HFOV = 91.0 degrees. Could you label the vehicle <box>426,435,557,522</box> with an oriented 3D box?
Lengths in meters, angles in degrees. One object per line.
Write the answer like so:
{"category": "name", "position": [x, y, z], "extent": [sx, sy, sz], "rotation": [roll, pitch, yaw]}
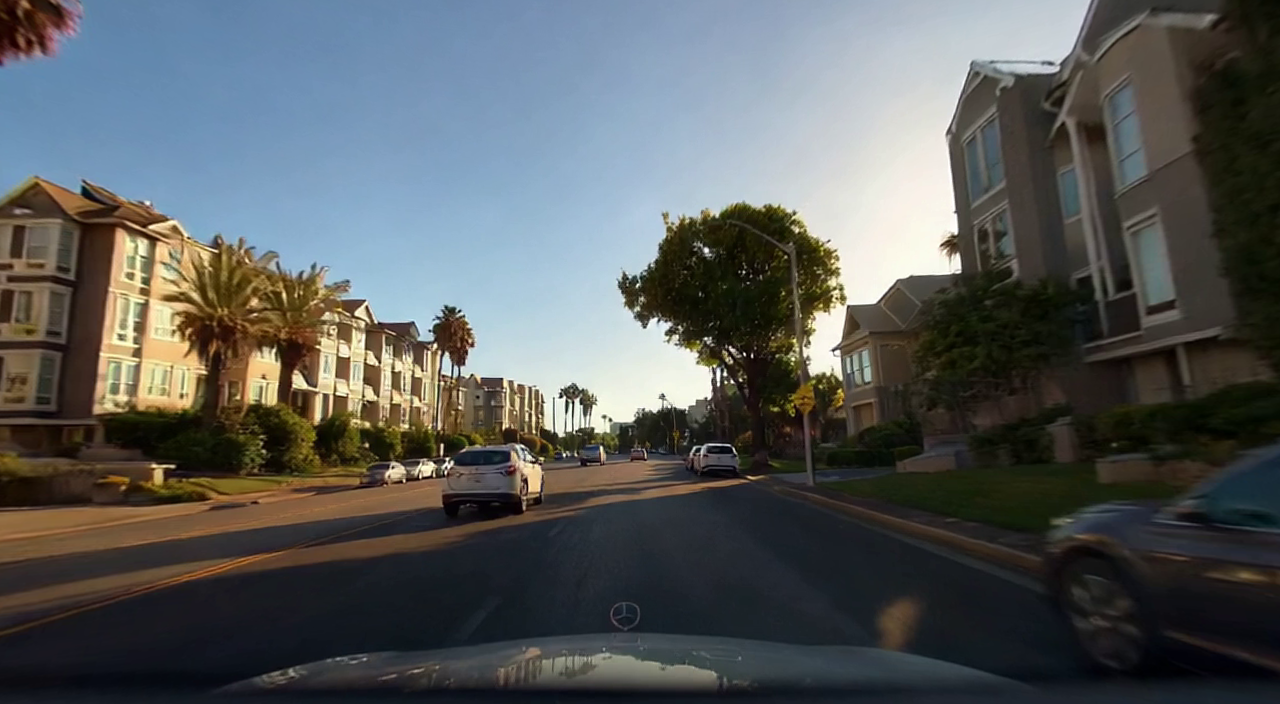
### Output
{"category": "vehicle", "position": [-3.153, 2.759, 14.231], "extent": [1.929, 1.651, 3.948], "rotation": [0, -9, 1]}

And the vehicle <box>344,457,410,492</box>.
{"category": "vehicle", "position": [-13.717, 6.387, 33.066], "extent": [1.787, 1.461, 4.367], "rotation": [-4, -8, -2]}

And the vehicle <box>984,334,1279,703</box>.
{"category": "vehicle", "position": [3.716, 0.854, 2.742], "extent": [1.969, 1.828, 4.273], "rotation": [0, -9, 0]}

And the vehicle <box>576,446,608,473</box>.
{"category": "vehicle", "position": [-3.464, 7.912, 46.613], "extent": [1.994, 1.810, 5.057], "rotation": [0, -9, 0]}

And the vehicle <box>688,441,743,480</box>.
{"category": "vehicle", "position": [3.747, 5.499, 32.255], "extent": [2.125, 1.768, 5.544], "rotation": [0, -9, 0]}
